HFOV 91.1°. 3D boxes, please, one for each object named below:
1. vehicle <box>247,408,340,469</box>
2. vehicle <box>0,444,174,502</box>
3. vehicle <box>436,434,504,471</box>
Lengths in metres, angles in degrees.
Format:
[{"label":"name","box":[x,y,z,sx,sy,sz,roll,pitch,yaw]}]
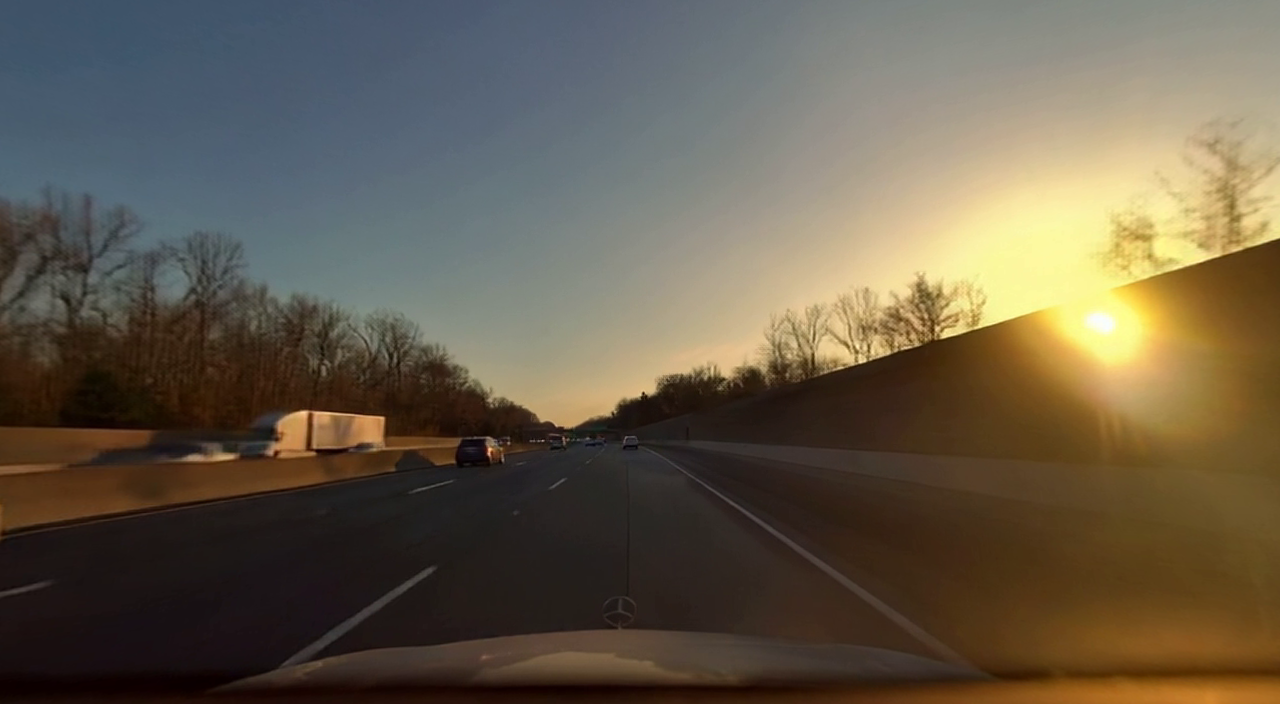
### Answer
[{"label":"vehicle","box":[-24.144,6.051,44.264,2.958,3.907,6.382,1,-7,-2]},{"label":"vehicle","box":[-16.520,3.555,18.975,1.812,1.519,3.999,0,-8,0]},{"label":"vehicle","box":[-7.664,4.549,28.722,1.972,1.532,4.222,0,-8,-1]}]
